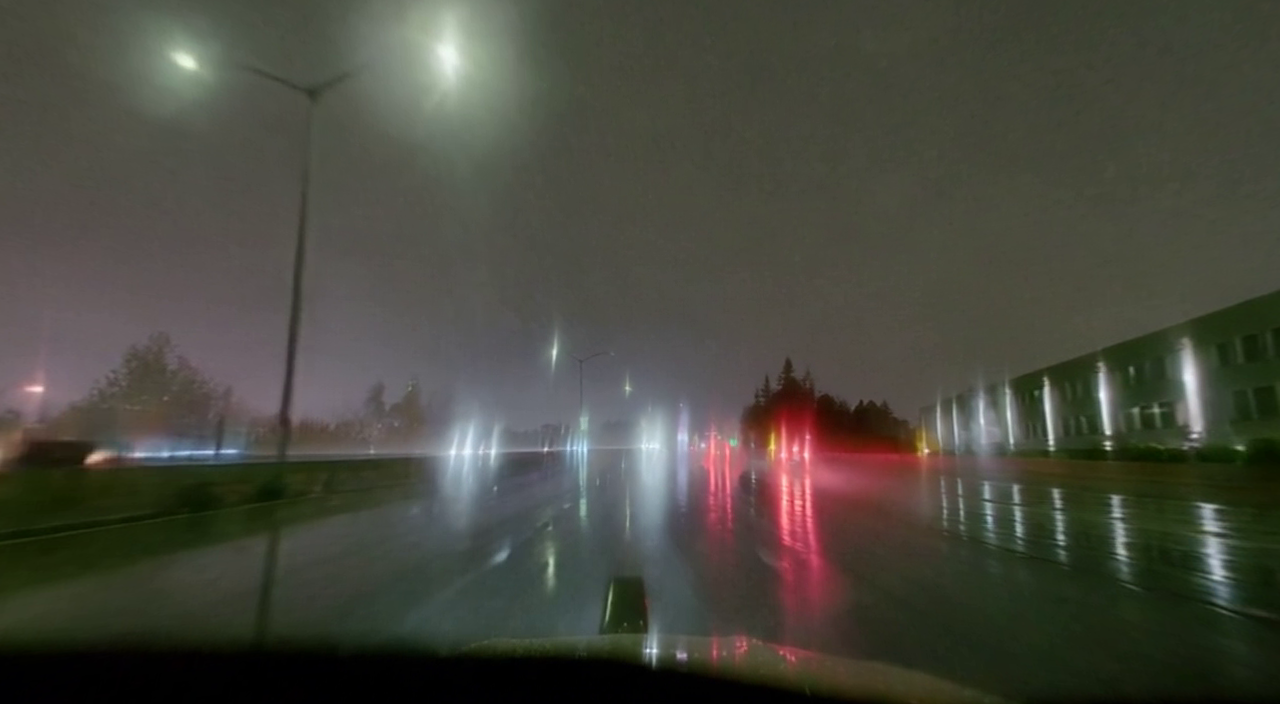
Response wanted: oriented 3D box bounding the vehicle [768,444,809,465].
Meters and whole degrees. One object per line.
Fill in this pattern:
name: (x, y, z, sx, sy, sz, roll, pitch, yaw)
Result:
vehicle: (11.262, 7.797, 48.073, 2.000, 1.514, 4.585, 0, -9, 0)
